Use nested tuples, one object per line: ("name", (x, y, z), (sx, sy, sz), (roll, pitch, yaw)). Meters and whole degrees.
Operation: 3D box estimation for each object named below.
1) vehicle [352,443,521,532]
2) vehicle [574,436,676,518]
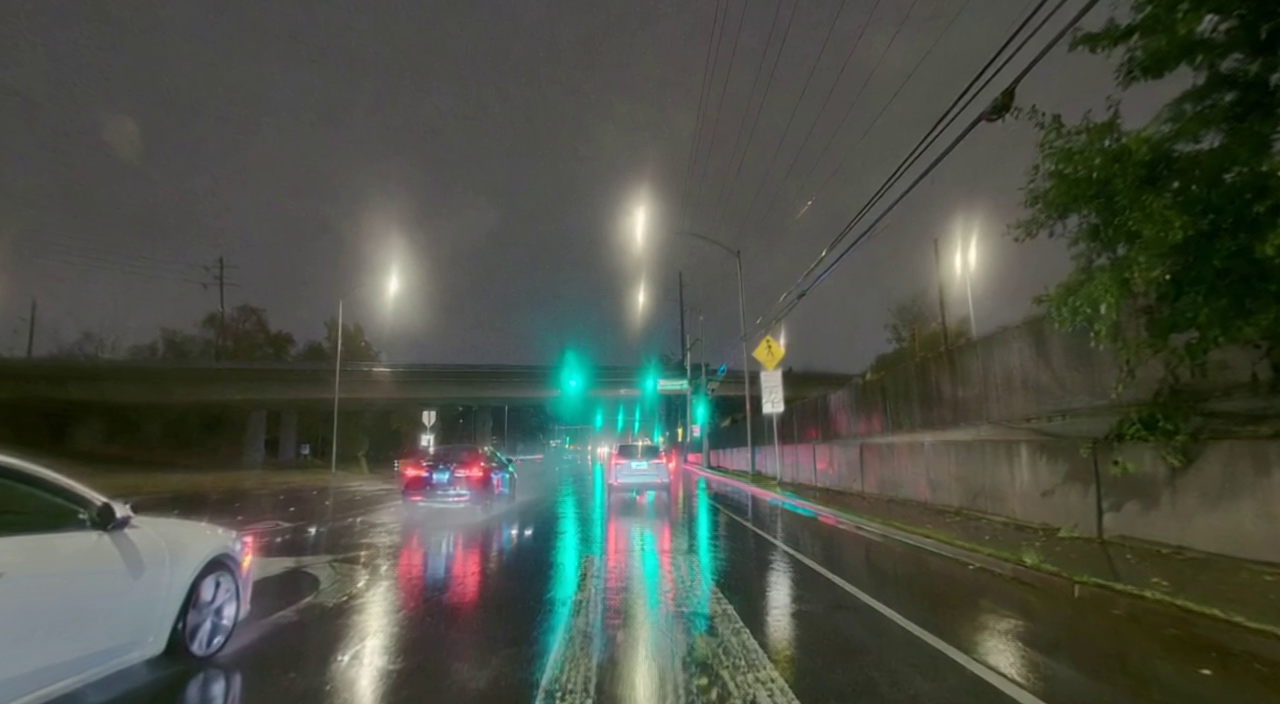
("vehicle", (-3.745, 2.536, 12.520), (1.946, 1.437, 4.154), (0, -8, 0))
("vehicle", (-0.318, 2.731, 14.294), (1.985, 1.565, 3.968), (0, -8, -1))
